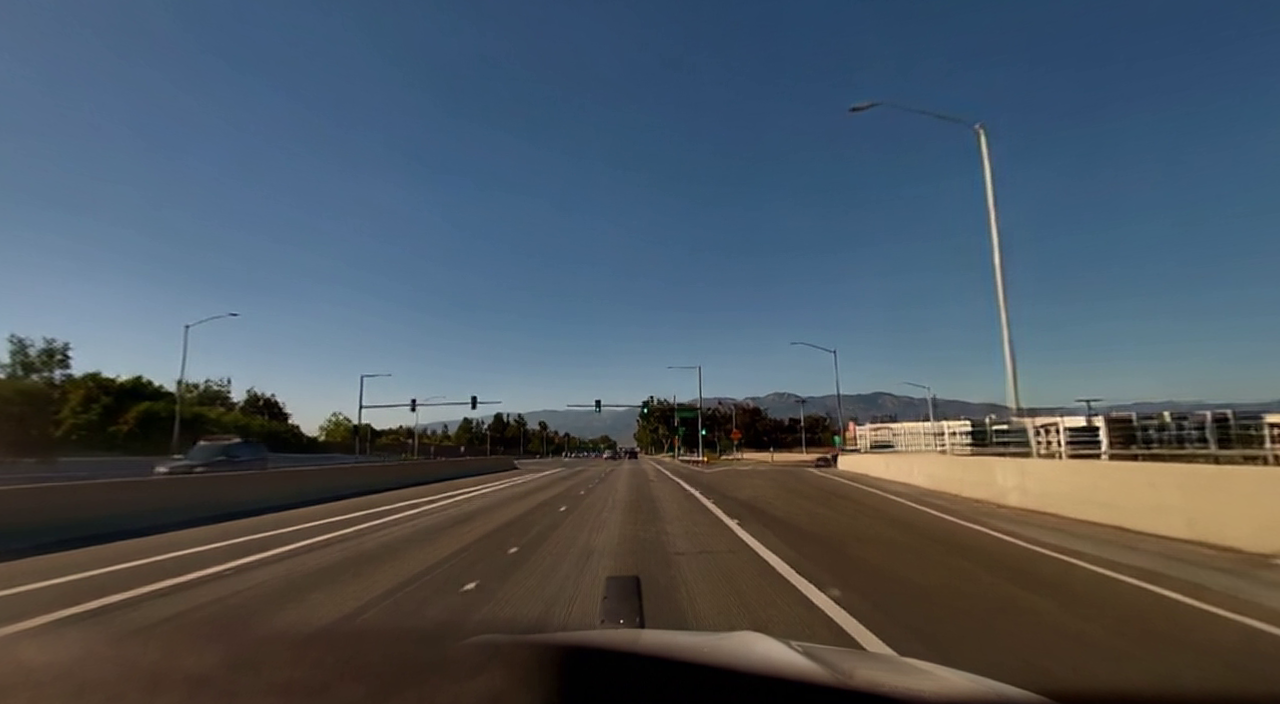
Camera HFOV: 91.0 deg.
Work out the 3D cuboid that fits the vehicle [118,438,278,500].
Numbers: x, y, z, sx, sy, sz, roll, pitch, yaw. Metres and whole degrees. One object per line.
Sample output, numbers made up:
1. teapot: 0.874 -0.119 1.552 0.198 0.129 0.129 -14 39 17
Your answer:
1. vehicle: -13.855 3.666 20.162 2.020 1.719 4.366 0 -9 -2
